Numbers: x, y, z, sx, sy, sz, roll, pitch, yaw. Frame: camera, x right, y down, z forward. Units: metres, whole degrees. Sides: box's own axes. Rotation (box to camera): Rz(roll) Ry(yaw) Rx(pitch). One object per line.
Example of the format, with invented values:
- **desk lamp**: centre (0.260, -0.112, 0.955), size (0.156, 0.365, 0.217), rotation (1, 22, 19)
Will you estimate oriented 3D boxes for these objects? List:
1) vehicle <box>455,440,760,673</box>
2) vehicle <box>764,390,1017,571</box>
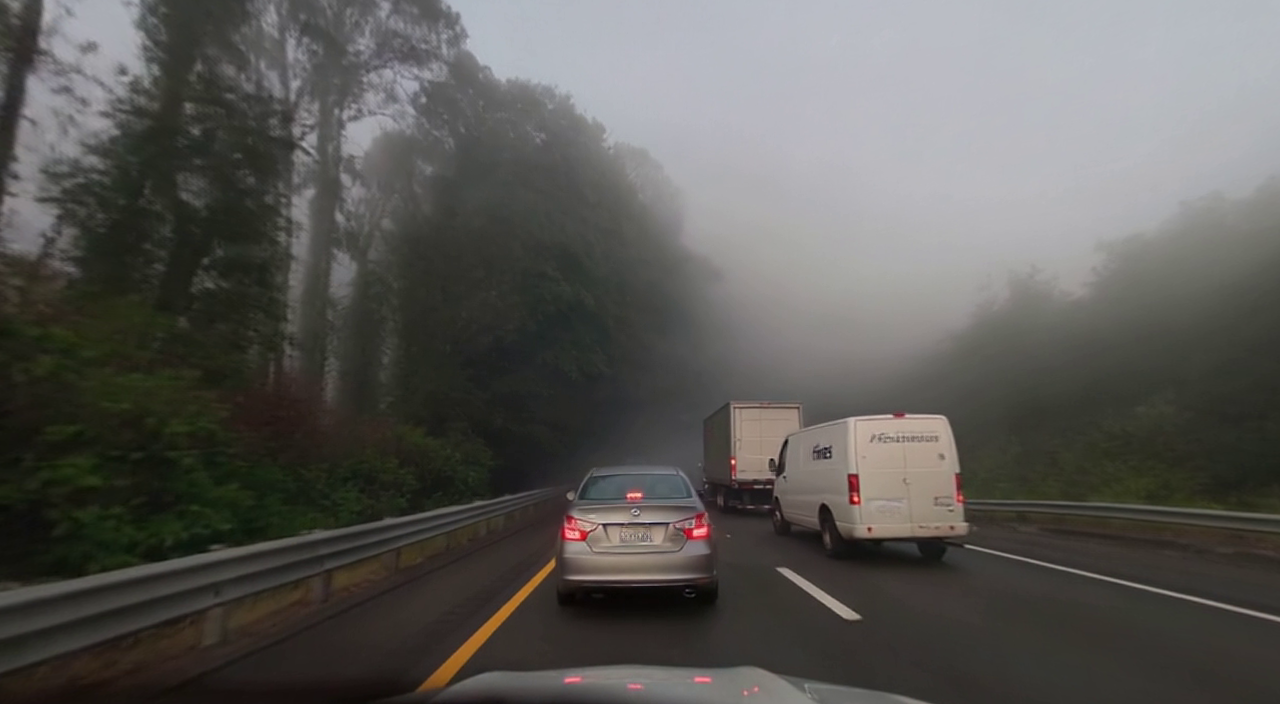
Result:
- **vehicle**: centre (-0.248, 1.668, 5.906), size (1.980, 1.493, 3.410), rotation (1, -11, -2)
- **vehicle**: centre (4.080, 2.314, 11.689), size (2.328, 2.537, 5.290), rotation (1, -11, -2)
